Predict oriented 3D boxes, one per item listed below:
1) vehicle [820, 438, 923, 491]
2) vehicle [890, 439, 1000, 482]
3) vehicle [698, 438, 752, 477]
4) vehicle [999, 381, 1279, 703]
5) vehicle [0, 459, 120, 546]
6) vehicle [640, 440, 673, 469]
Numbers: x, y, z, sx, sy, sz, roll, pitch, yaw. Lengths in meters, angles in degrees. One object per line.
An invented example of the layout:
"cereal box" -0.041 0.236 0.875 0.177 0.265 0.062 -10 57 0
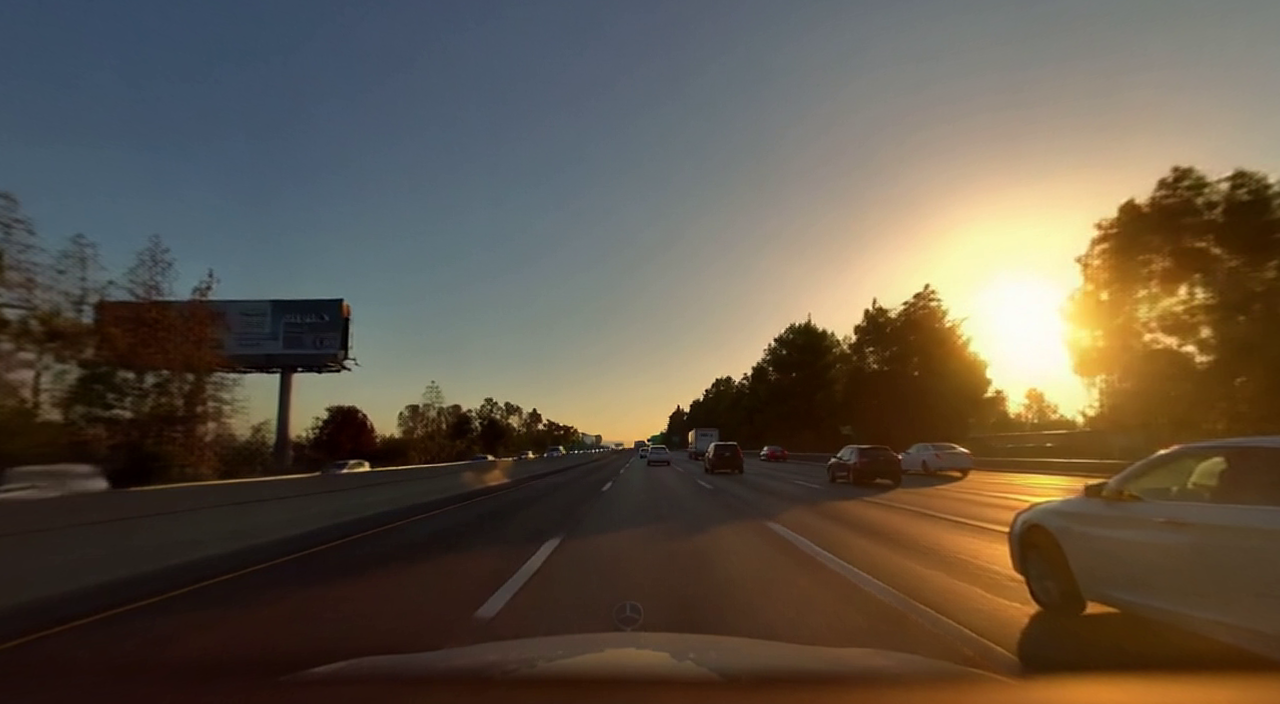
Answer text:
"vehicle" 7.605 3.701 21.197 1.807 1.558 4.352 0 -8 0
"vehicle" 12.070 4.314 25.414 1.941 1.539 4.834 0 -8 -1
"vehicle" 4.312 5.413 32.791 2.075 1.845 4.667 0 -8 -1
"vehicle" 3.857 0.924 2.740 1.989 1.609 4.355 0 -8 0
"vehicle" -13.519 3.048 12.731 2.064 1.601 4.581 -1 -8 1
"vehicle" 1.069 6.989 43.187 2.145 1.832 4.004 -1 -8 0
